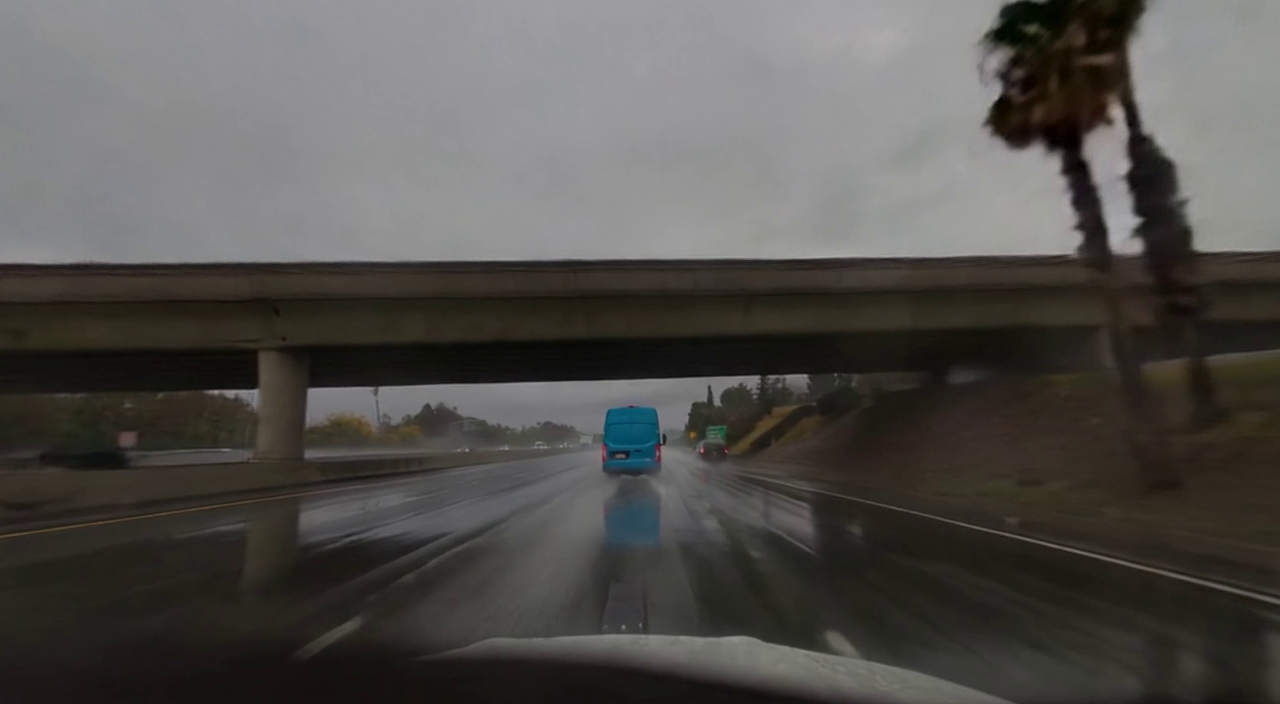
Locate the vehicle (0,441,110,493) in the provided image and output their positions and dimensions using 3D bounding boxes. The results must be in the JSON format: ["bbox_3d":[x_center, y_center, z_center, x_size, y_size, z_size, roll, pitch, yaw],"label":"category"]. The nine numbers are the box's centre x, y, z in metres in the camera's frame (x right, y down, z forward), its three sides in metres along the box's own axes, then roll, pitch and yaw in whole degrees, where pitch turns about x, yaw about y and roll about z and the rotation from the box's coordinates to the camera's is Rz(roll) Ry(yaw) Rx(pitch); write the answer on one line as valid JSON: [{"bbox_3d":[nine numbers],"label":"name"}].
[{"bbox_3d":[-24.670,4.465,24.629,2.399,1.870,5.968,0,-9,2],"label":"vehicle"}]

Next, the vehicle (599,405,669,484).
[{"bbox_3d":[-0.089,3.683,25.056,2.476,2.776,5.598,-1,-9,3],"label":"vehicle"}]

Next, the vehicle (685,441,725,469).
[{"bbox_3d":[3.924,6.269,38.377,1.987,1.648,3.984,0,-9,0],"label":"vehicle"}]
